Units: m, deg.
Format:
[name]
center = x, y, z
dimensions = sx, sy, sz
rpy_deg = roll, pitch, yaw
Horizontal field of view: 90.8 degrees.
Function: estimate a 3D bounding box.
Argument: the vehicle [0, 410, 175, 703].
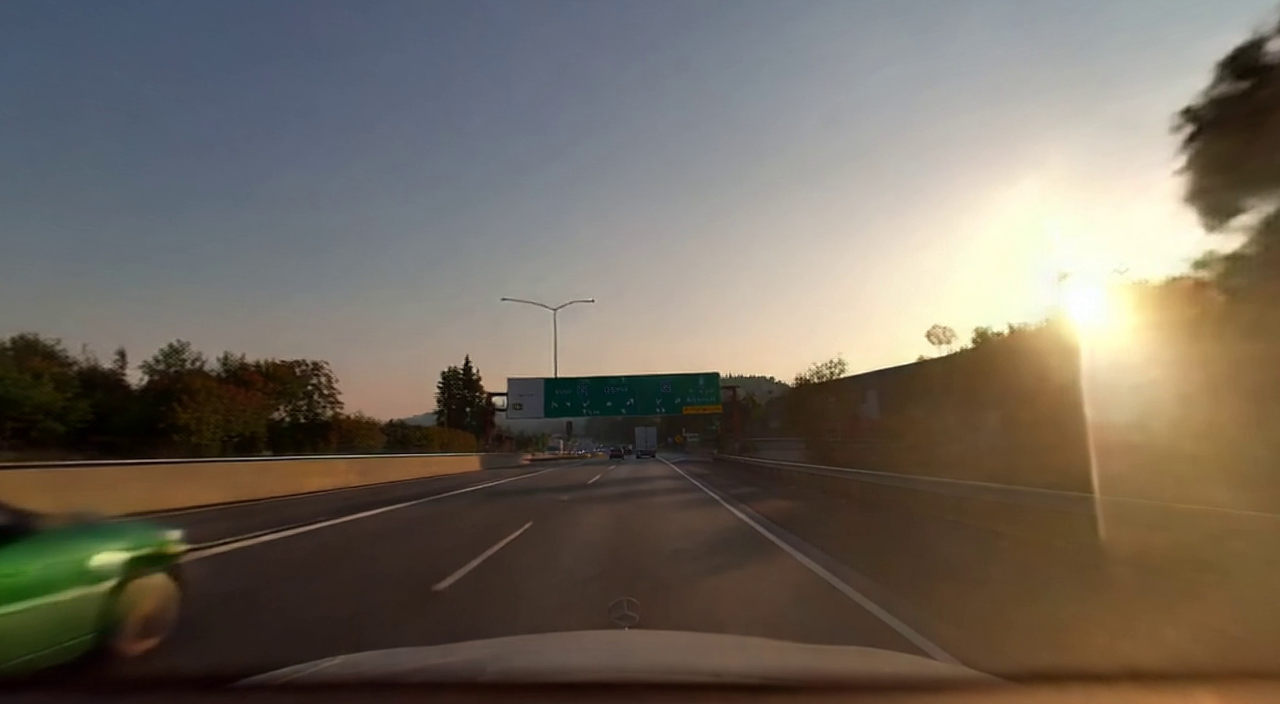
[vehicle]
center = -3.793, 0.827, 1.699
dimensions = 1.886, 1.465, 4.119
rpy_deg = 0, -9, 1
